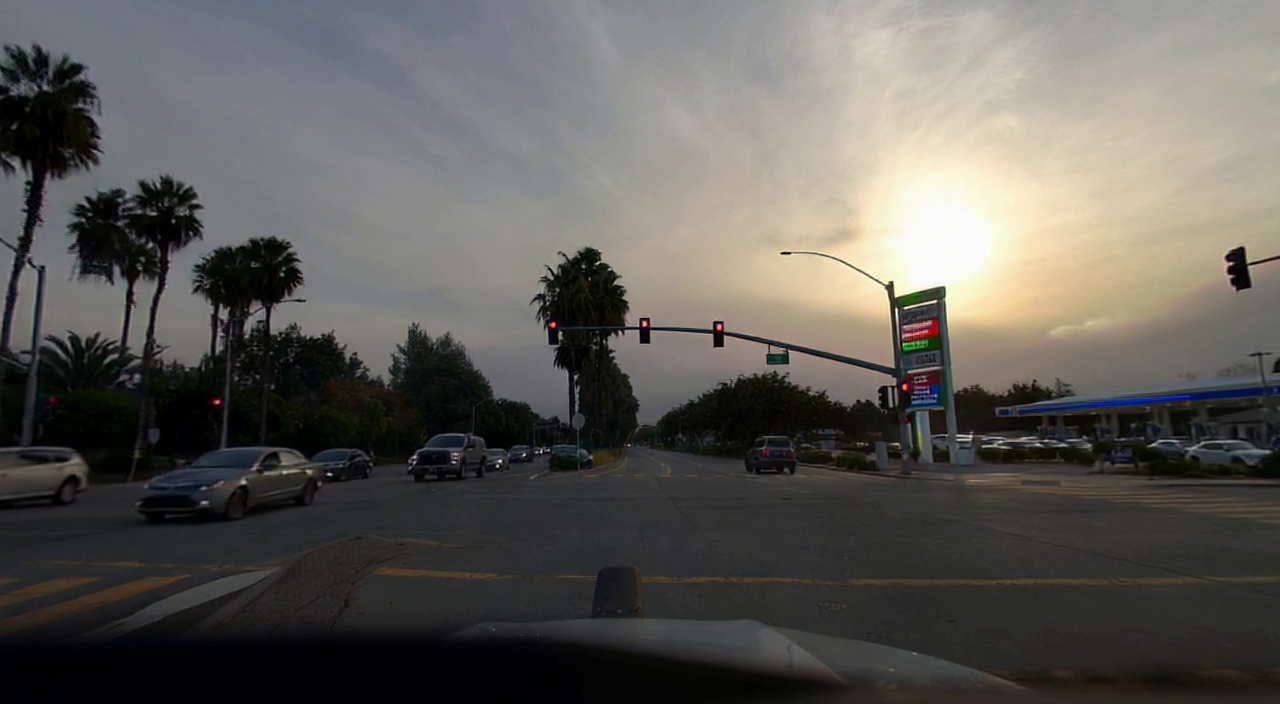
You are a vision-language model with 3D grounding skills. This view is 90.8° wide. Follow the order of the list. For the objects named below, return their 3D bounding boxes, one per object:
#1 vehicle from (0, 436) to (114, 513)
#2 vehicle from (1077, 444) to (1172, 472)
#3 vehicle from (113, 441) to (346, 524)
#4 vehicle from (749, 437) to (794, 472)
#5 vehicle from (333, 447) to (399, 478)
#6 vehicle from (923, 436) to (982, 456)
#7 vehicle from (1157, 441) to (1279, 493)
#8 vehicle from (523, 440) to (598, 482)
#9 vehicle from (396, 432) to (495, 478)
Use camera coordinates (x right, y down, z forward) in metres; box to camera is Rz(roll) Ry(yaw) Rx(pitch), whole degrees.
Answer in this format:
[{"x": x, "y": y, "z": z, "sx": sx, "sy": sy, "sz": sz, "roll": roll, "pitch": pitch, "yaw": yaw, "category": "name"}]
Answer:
[{"x": -15.250, "y": 2.796, "z": 14.481, "sx": 1.852, "sy": 1.705, "sz": 5.263, "roll": 0, "pitch": -9, "yaw": -1, "category": "vehicle"}, {"x": 24.278, "y": 5.306, "z": 31.732, "sx": 3.474, "sy": 1.376, "sz": 1.538, "roll": 0, "pitch": -9, "yaw": -2, "category": "vehicle"}, {"x": -8.679, "y": 2.769, "z": 14.045, "sx": 2.034, "sy": 1.510, "sz": 4.647, "roll": 0, "pitch": -9, "yaw": 0, "category": "vehicle"}, {"x": 6.949, "y": 5.482, "z": 33.890, "sx": 1.929, "sy": 1.719, "sz": 4.892, "roll": -1, "pitch": -9, "yaw": 7, "category": "vehicle"}, {"x": -15.122, "y": 6.085, "z": 35.115, "sx": 1.809, "sy": 1.605, "sz": 4.033, "roll": 0, "pitch": -9, "yaw": 0, "category": "vehicle"}, {"x": 22.561, "y": 6.774, "z": 45.654, "sx": 3.356, "sy": 1.395, "sz": 1.559, "roll": 0, "pitch": -9, "yaw": -1, "category": "vehicle"}, {"x": 18.689, "y": 3.404, "z": 18.813, "sx": 5.015, "sy": 1.446, "sz": 1.862, "roll": 0, "pitch": -9, "yaw": -3, "category": "vehicle"}, {"x": -3.385, "y": 4.425, "z": 25.965, "sx": 2.079, "sy": 1.490, "sz": 5.064, "roll": 3, "pitch": -9, "yaw": -19, "category": "vehicle"}, {"x": -8.629, "y": 4.647, "z": 28.776, "sx": 2.609, "sy": 1.865, "sz": 5.875, "roll": 0, "pitch": -9, "yaw": 0, "category": "vehicle"}]
